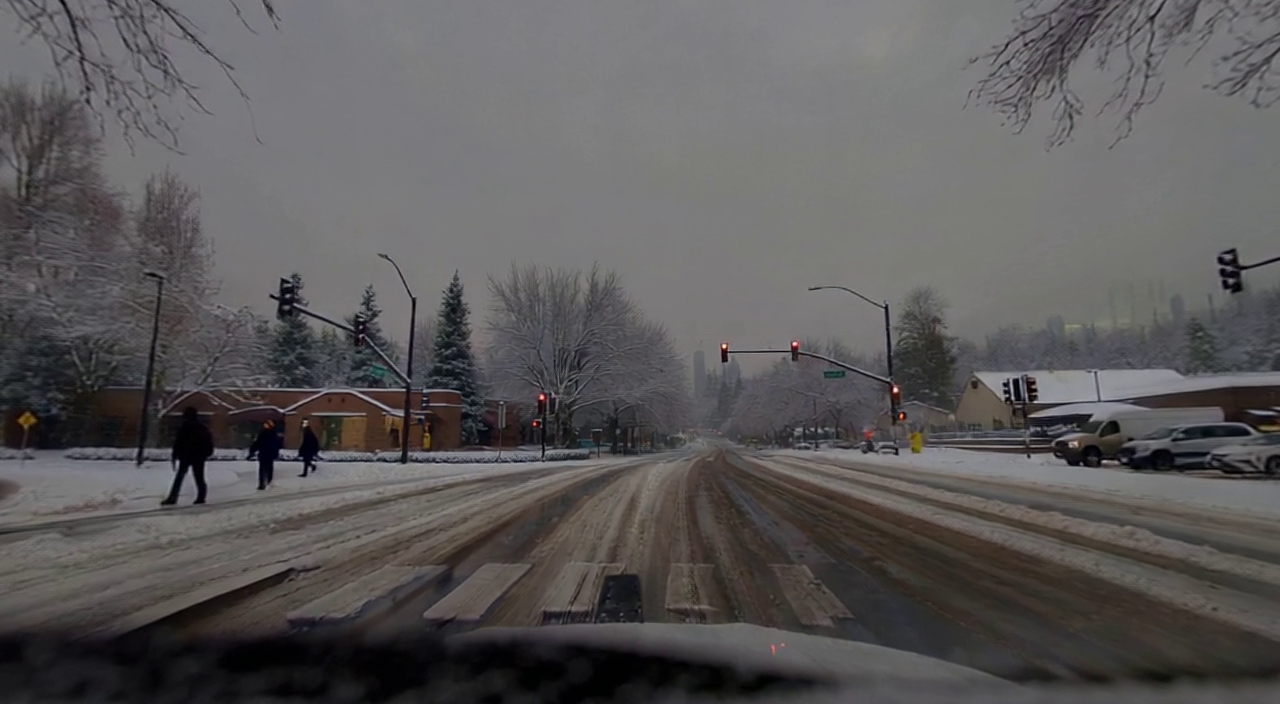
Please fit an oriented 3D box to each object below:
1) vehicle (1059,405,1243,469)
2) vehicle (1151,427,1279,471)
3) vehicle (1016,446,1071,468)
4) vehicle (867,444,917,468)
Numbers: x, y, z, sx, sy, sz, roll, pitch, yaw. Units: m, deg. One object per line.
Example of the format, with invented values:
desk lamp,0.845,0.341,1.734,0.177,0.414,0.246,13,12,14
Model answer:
vehicle,22.971,3.867,28.672,5.855,2.746,2.523,-1,-9,4
vehicle,21.314,3.414,22.304,4.740,1.464,1.876,-1,-9,3
vehicle,27.687,7.184,43.465,1.589,1.405,3.633,-1,-9,6
vehicle,17.514,7.244,44.102,1.789,1.557,4.293,0,-9,1
